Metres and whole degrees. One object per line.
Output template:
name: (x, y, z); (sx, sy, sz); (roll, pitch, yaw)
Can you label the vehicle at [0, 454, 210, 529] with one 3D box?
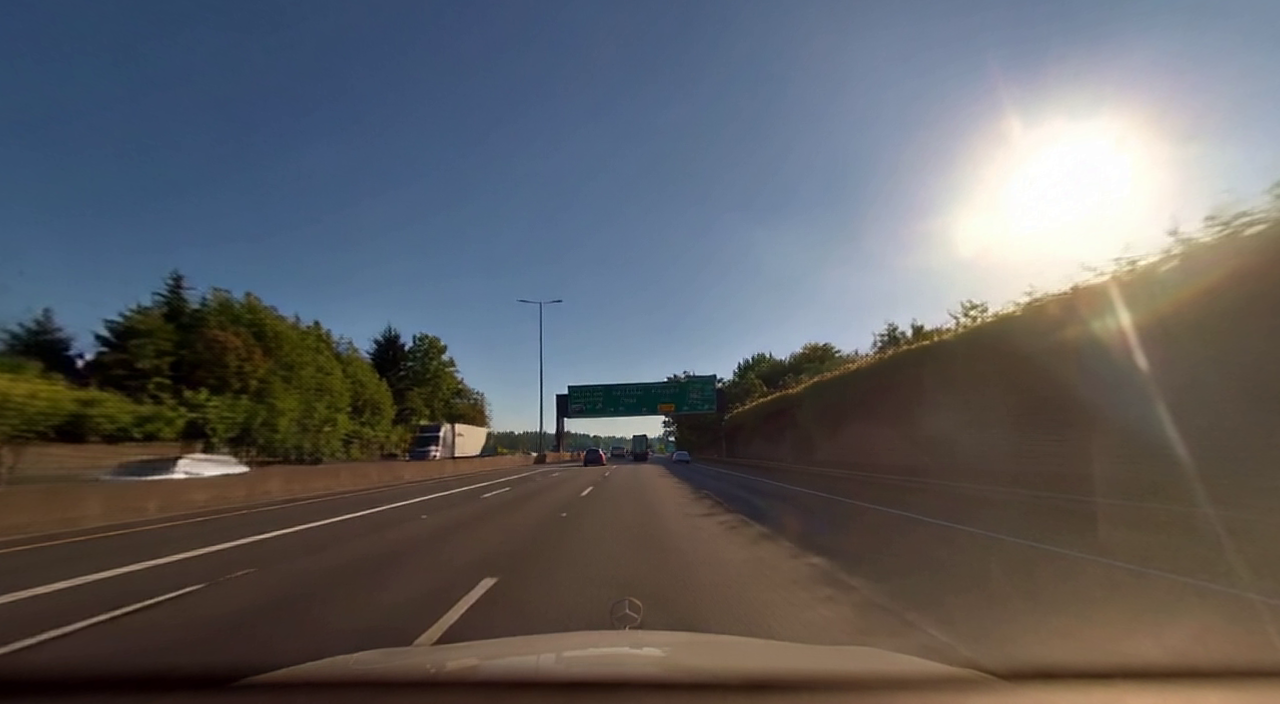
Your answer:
vehicle: (-12.406, 3.116, 14.663); (1.781, 1.426, 4.265); (0, -9, 0)
